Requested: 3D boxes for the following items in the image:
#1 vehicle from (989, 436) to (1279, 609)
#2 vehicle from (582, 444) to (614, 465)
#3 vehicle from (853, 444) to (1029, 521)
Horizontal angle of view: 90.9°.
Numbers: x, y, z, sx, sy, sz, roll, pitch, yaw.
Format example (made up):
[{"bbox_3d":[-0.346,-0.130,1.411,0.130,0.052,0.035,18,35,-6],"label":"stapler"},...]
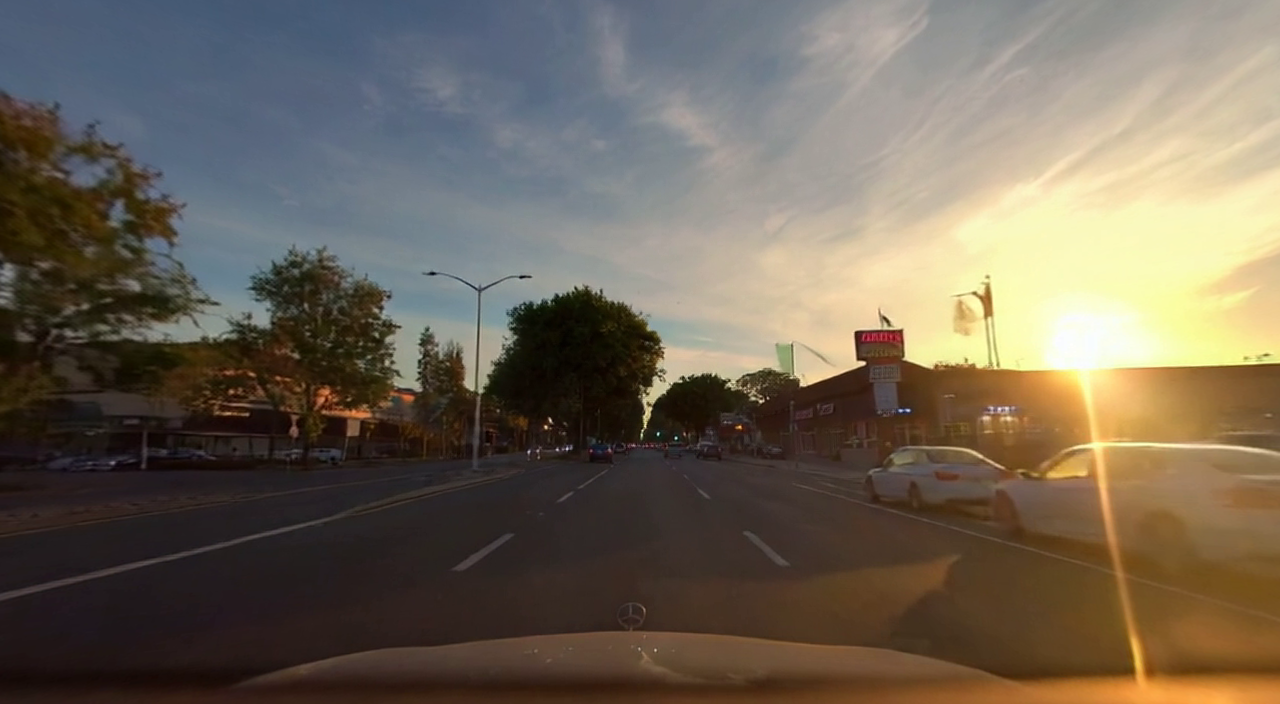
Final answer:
[{"bbox_3d":[6.589,1.825,7.679,1.869,1.516,4.767,0,-9,-1],"label":"vehicle"},{"bbox_3d":[-3.022,7.498,46.286,2.005,1.446,4.265,0,-9,1],"label":"vehicle"},{"bbox_3d":[6.692,2.908,14.704,1.923,1.482,4.558,0,-9,1],"label":"vehicle"}]
